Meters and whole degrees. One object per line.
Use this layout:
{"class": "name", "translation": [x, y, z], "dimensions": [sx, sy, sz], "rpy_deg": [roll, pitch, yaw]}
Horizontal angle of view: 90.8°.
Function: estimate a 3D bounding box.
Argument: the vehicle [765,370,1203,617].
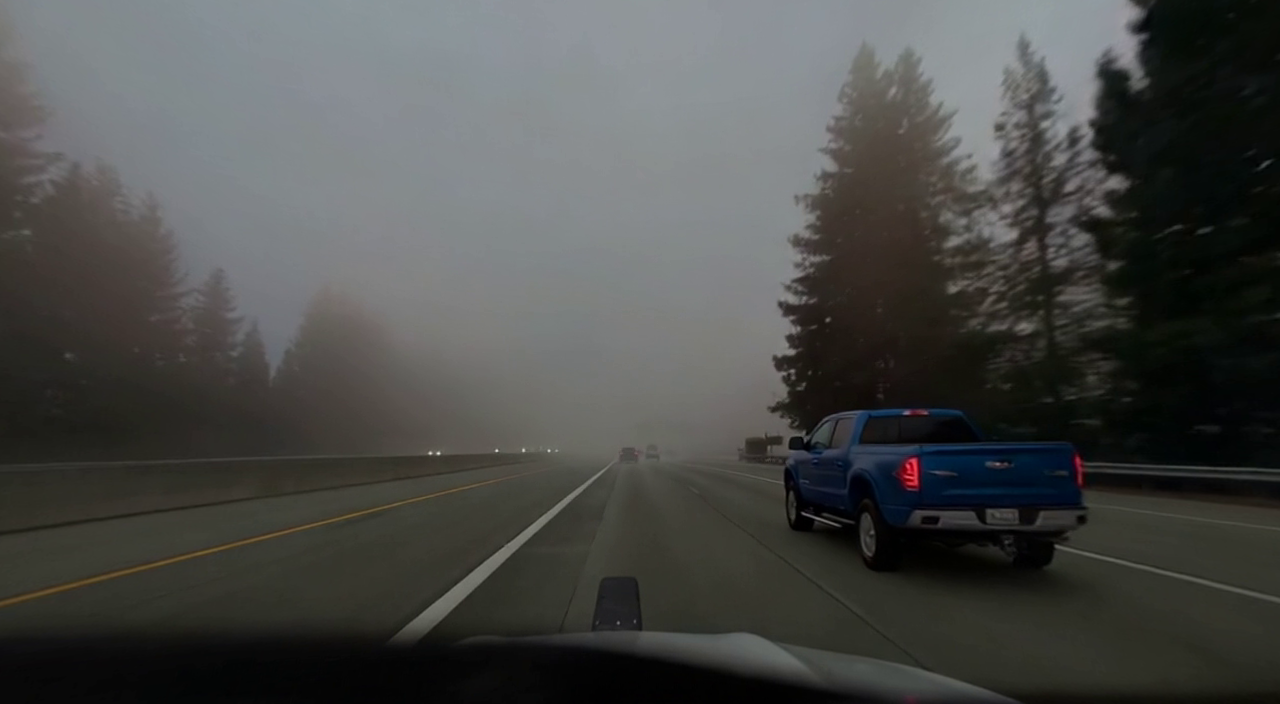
{"class": "vehicle", "translation": [3.256, 1.484, 7.538], "dimensions": [2.462, 1.984, 4.718], "rpy_deg": [0, -9, -1]}
